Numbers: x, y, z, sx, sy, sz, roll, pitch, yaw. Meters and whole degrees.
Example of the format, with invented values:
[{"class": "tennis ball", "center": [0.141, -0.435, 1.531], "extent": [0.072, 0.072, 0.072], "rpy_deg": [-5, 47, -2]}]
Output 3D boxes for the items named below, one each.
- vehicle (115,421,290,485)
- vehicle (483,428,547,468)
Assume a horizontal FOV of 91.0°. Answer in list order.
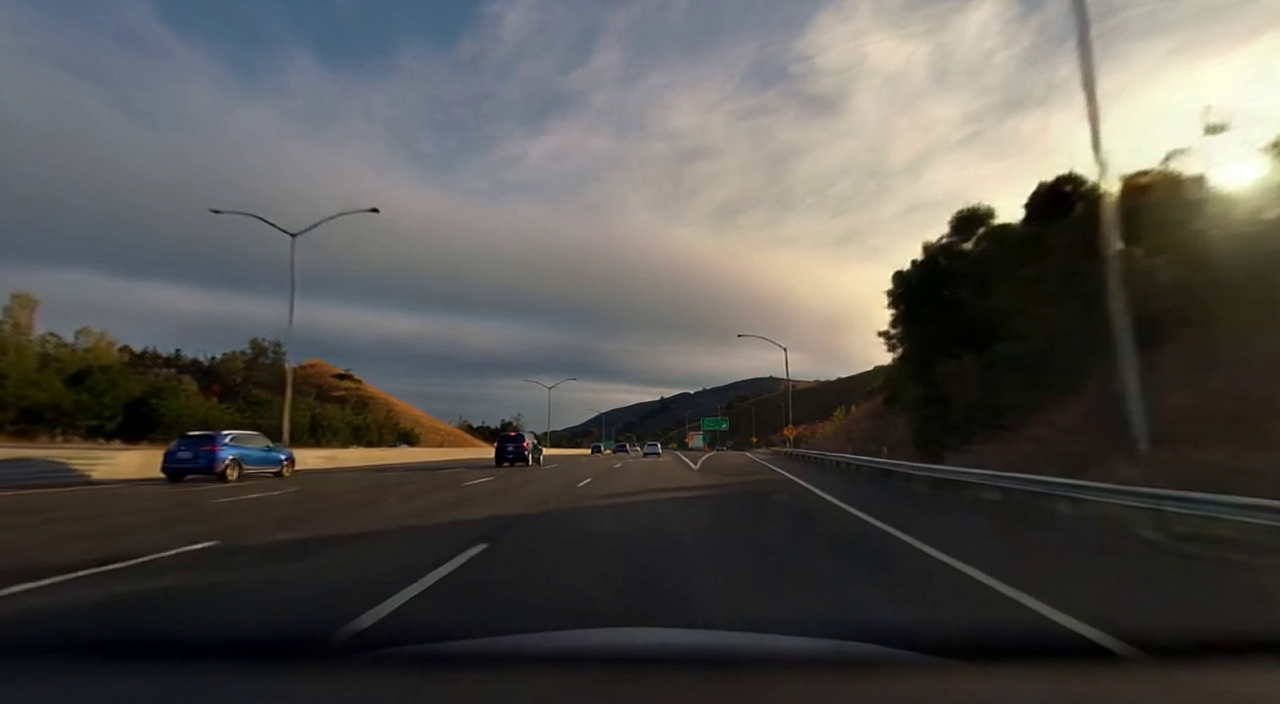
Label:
[{"class": "vehicle", "center": [-13.903, 3.263, 20.526], "extent": [2.079, 1.822, 4.893], "rpy_deg": [0, -9, 1]}, {"class": "vehicle", "center": [-6.513, 5.089, 33.436], "extent": [2.219, 1.947, 4.924], "rpy_deg": [0, -9, 2]}]
